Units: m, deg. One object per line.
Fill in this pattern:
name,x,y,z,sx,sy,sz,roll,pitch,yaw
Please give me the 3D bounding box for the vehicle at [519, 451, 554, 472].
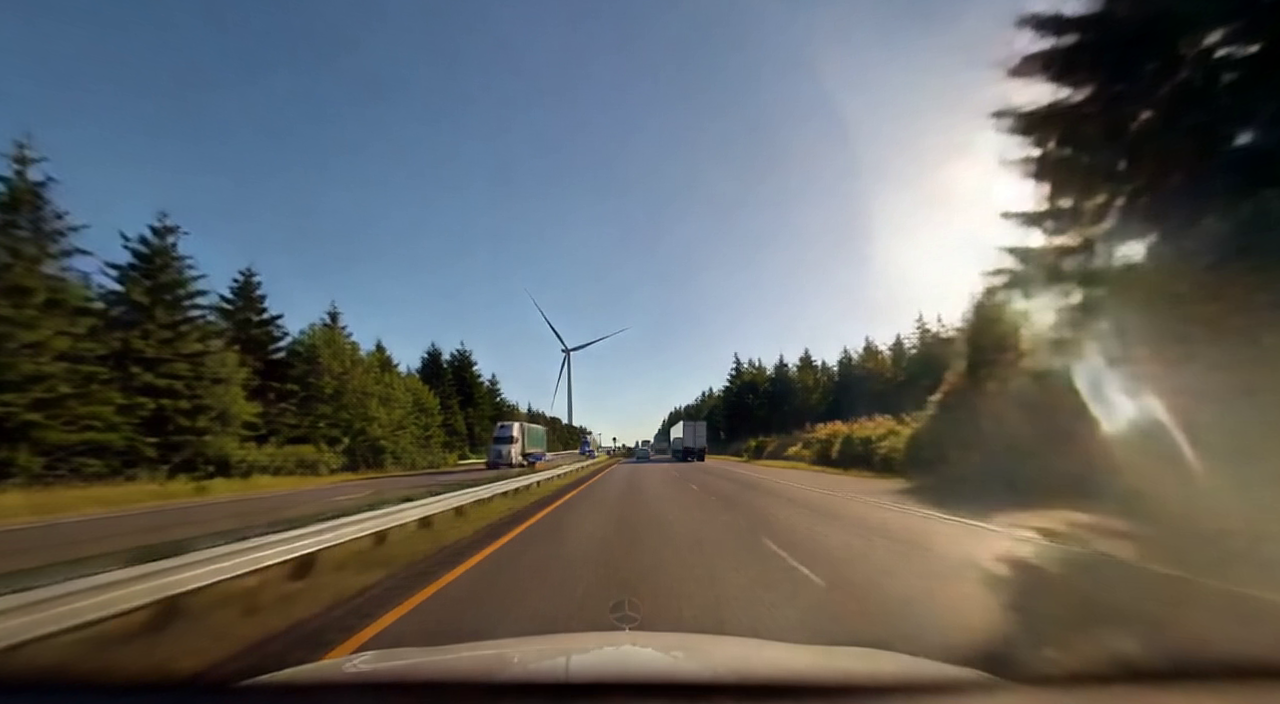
vehicle,-8.111,8.630,49.712,2.015,1.523,4.279,0,-9,1
